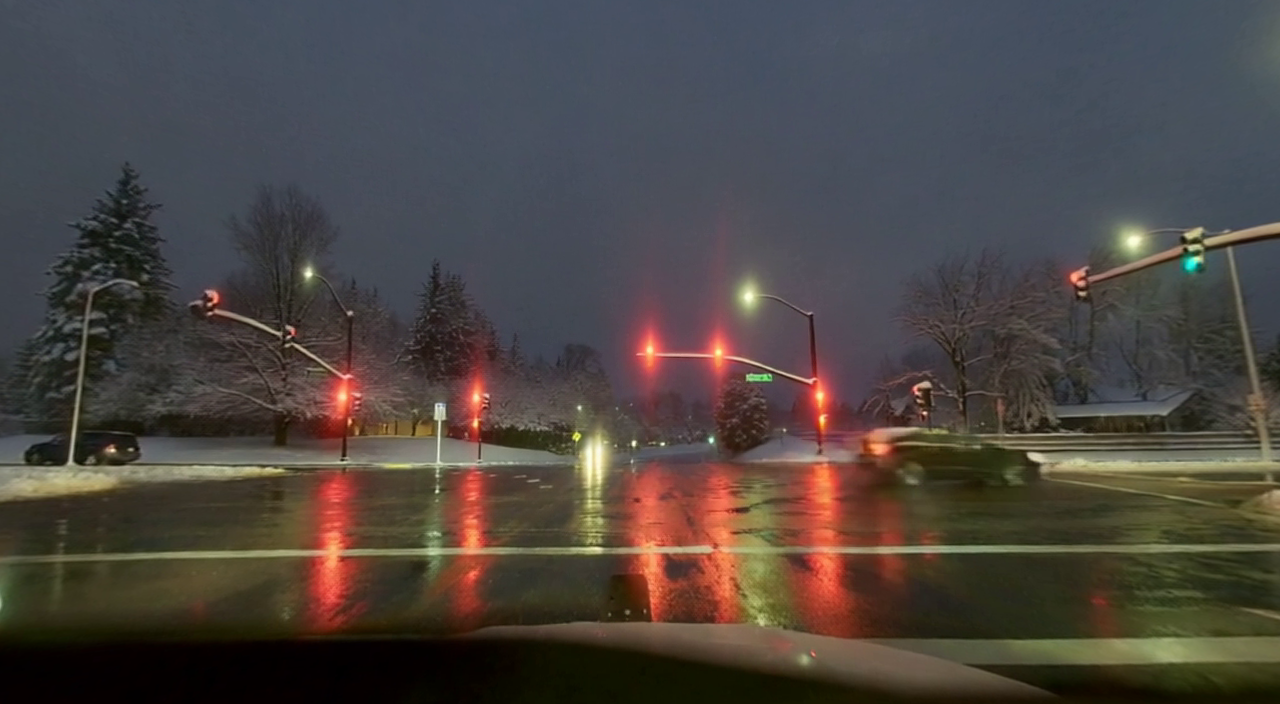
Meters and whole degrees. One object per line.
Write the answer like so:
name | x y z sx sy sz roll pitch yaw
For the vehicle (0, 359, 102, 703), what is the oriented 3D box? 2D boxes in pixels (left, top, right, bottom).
vehicle | -3.061 0.567 0.221 2.055 1.573 4.065 0 -8 2

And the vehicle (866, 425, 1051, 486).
vehicle | 8.266 2.719 16.672 3.894 1.490 1.810 -1 -8 3

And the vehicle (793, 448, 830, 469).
vehicle | 12.581 7.847 46.541 1.647 1.386 3.725 -2 -8 0

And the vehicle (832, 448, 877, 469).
vehicle | 15.568 7.746 46.027 1.714 1.458 4.206 0 -8 -1
